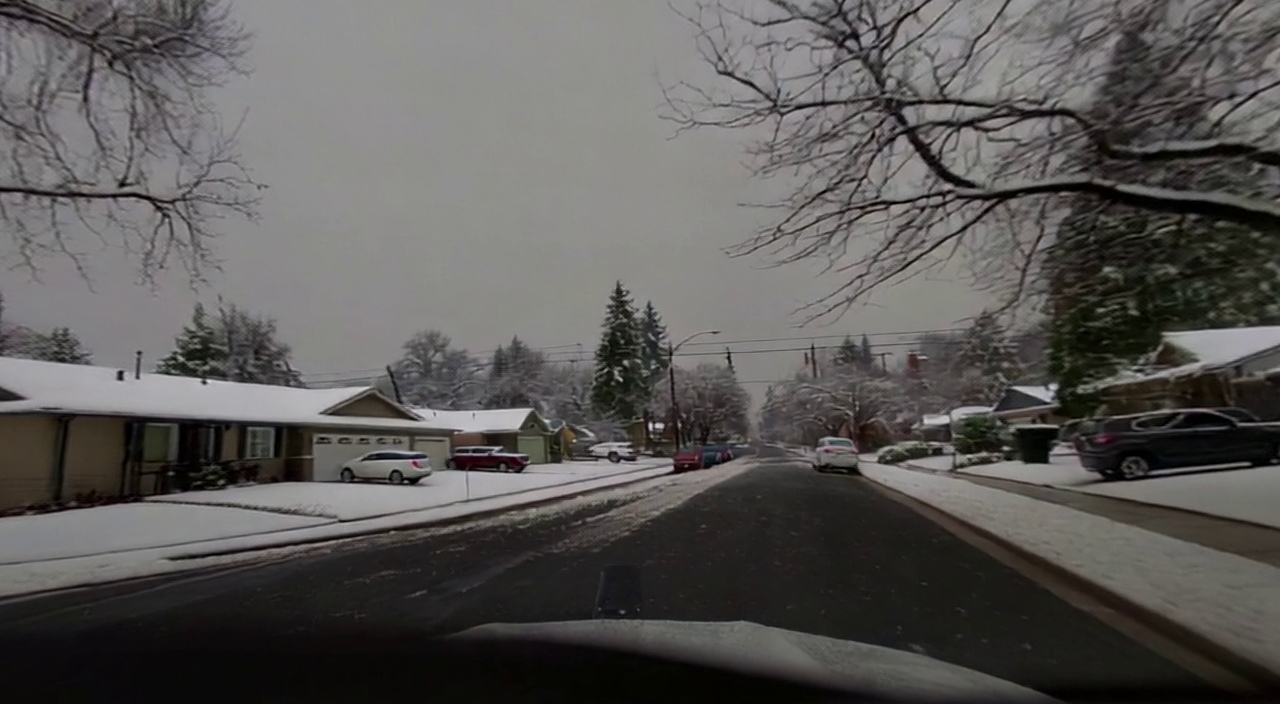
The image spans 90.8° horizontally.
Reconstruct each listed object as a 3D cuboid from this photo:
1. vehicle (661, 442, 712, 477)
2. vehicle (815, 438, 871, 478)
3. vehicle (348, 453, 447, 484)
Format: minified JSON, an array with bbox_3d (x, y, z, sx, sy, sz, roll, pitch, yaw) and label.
[{"bbox_3d":[2.977,6.676,39.546,2.208,1.834,4.675,-8,-10,13],"label":"vehicle"},{"bbox_3d":[8.874,4.625,27.919,2.005,1.553,3.984,0,-8,13],"label":"vehicle"},{"bbox_3d":[-12.334,5.906,32.196,4.404,1.495,1.844,-2,-9,15],"label":"vehicle"}]
